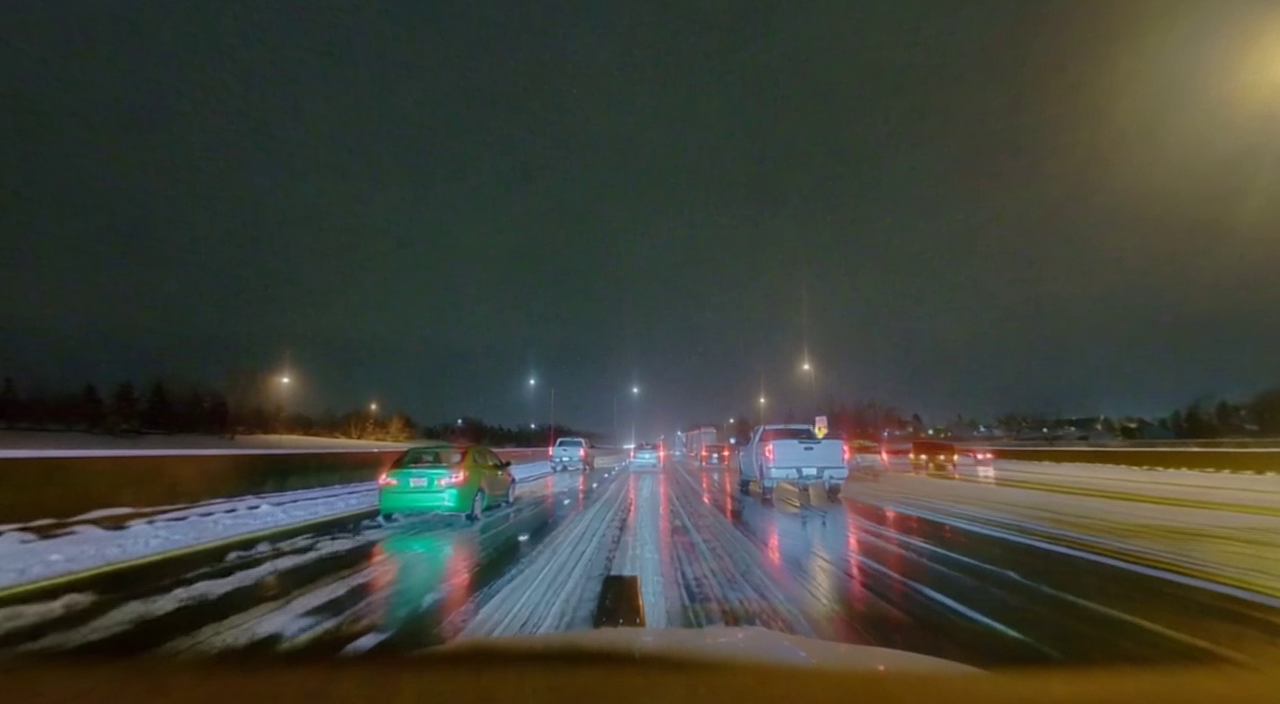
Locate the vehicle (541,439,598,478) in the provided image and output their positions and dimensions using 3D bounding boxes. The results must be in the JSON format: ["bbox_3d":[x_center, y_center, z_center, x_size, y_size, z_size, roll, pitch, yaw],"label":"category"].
[{"bbox_3d":[-3.444,5.302,31.628,2.176,1.783,4.799,0,-9,2],"label":"vehicle"}]

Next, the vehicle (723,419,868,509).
[{"bbox_3d":[3.745,2.845,16.493,2.340,1.925,5.529,0,-9,-1],"label":"vehicle"}]

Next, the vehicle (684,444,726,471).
[{"bbox_3d":[4.050,6.652,39.889,2.145,1.636,4.437,0,-9,-1],"label":"vehicle"}]

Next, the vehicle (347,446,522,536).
[{"bbox_3d":[-3.733,2.581,12.377,1.947,1.424,4.264,0,-9,1],"label":"vehicle"}]

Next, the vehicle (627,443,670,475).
[{"bbox_3d":[0.446,5.754,34.049,2.147,1.572,4.094,0,-9,0],"label":"vehicle"}]
